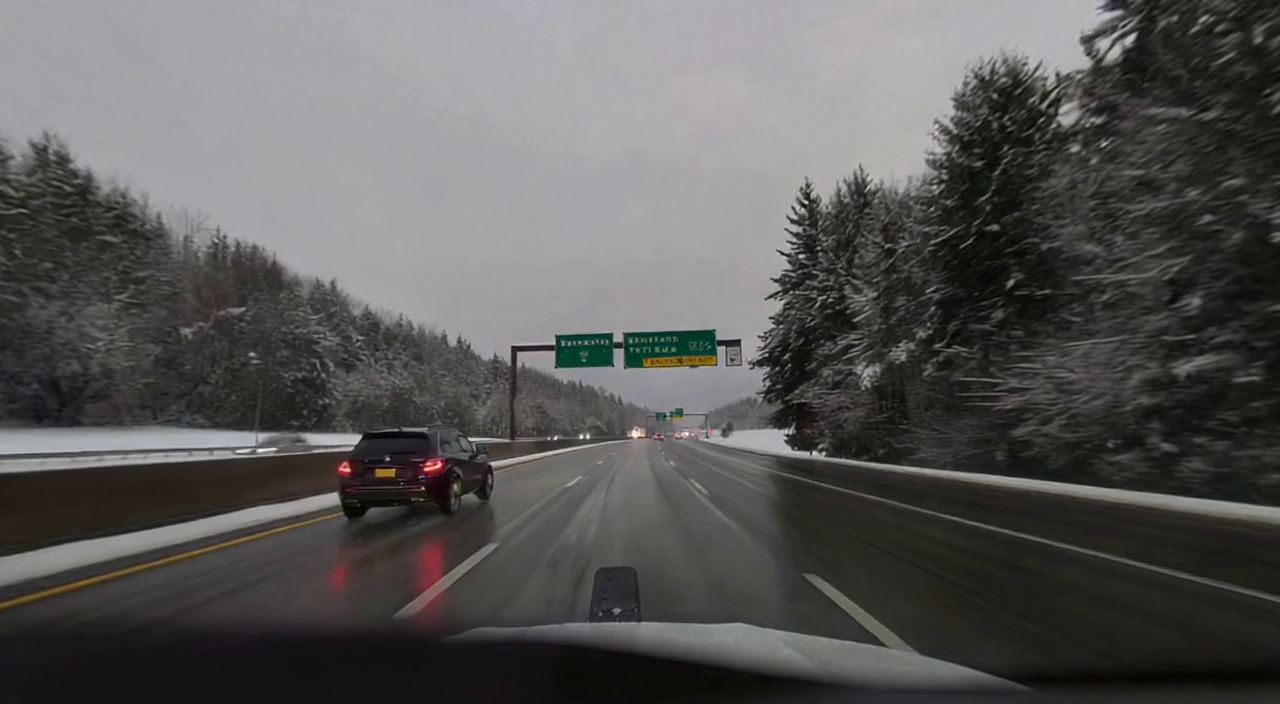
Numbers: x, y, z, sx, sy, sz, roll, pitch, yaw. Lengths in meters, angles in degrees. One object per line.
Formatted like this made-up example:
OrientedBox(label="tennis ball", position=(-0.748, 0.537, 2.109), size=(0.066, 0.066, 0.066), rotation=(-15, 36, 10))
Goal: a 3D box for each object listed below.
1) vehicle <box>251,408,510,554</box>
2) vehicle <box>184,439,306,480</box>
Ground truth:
OrientedBox(label="vehicle", position=(-3.411, 1.768, 9.345), size=(2.084, 1.654, 4.080), rotation=(0, -8, 0))
OrientedBox(label="vehicle", position=(-15.790, 4.281, 25.557), size=(1.956, 1.501, 4.682), rotation=(0, -8, -1))
